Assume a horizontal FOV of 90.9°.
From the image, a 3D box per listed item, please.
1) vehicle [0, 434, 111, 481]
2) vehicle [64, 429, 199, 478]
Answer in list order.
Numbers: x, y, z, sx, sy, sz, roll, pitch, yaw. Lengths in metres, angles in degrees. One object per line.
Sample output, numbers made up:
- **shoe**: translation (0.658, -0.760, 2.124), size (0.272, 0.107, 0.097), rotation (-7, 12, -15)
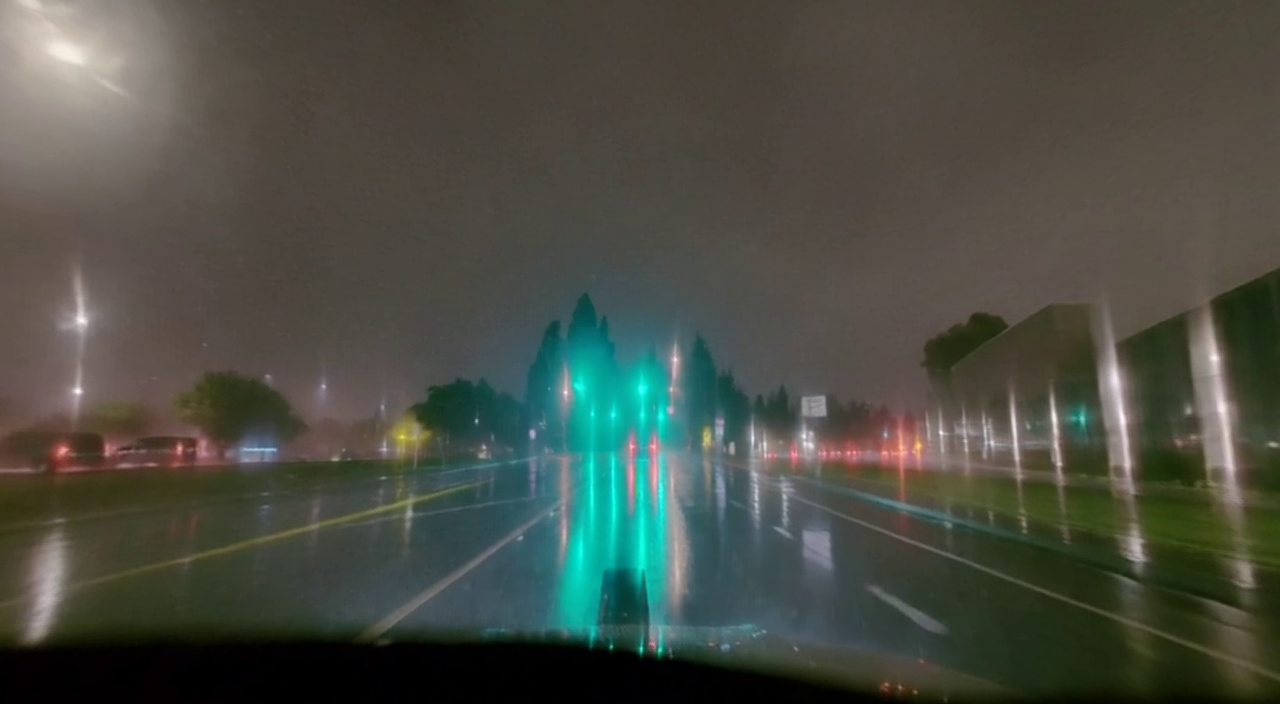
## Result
- **vehicle**: translation (-37.908, 6.607, 39.576), size (7.051, 2.835, 2.287), rotation (0, -9, -2)
- **vehicle**: translation (-38.489, 7.686, 47.920), size (7.489, 3.516, 2.773), rotation (0, -9, -4)
